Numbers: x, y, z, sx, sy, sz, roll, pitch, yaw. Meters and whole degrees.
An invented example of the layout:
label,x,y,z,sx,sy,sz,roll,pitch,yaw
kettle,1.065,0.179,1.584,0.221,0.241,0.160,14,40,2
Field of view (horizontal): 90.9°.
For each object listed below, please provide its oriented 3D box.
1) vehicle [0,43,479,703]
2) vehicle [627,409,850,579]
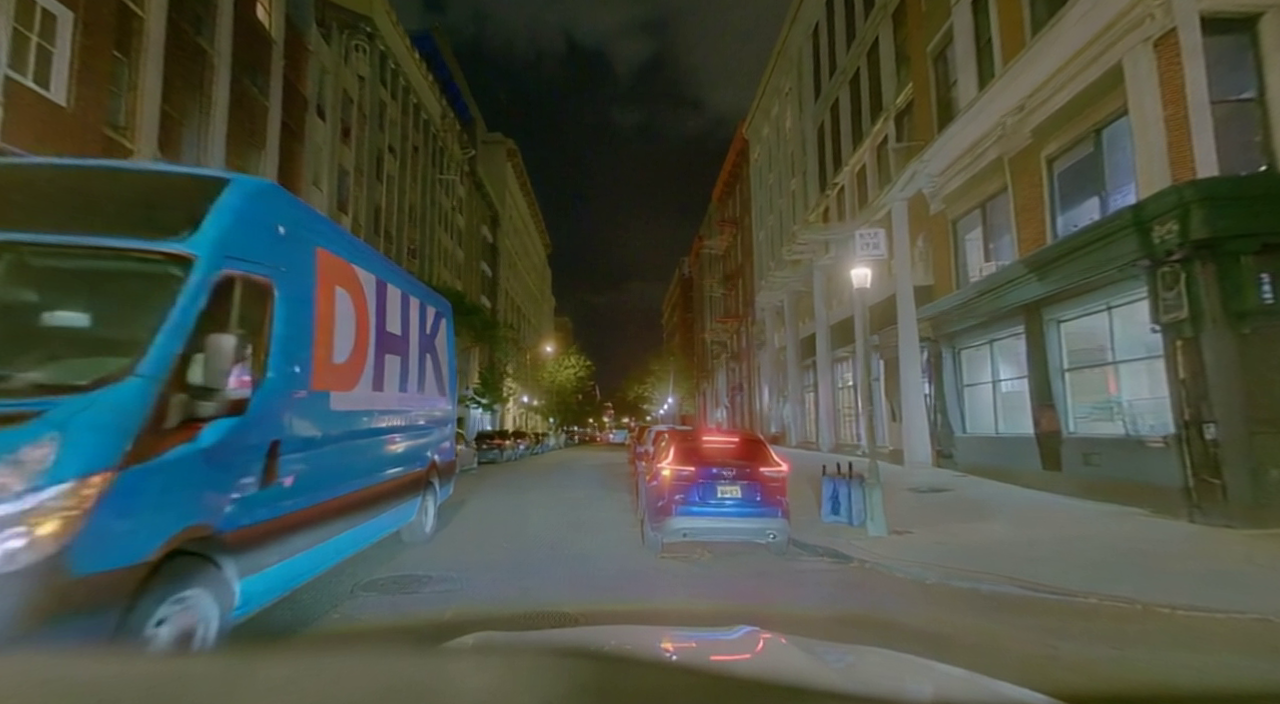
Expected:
label,x,y,z,sx,sy,sz,roll,pitch,yaw
vehicle,-3.595,0.518,6.311,2.558,3.014,7.101,0,-8,-4
vehicle,0.828,1.573,7.957,1.925,1.481,4.653,0,-8,-2
